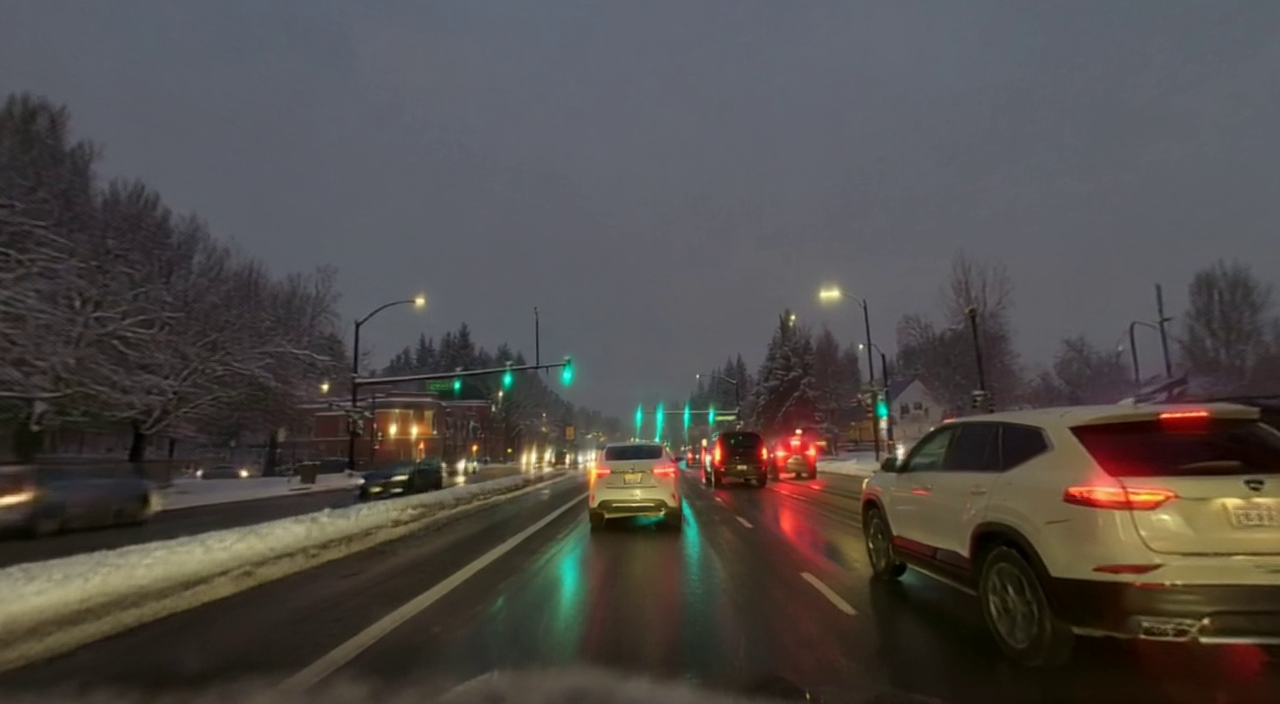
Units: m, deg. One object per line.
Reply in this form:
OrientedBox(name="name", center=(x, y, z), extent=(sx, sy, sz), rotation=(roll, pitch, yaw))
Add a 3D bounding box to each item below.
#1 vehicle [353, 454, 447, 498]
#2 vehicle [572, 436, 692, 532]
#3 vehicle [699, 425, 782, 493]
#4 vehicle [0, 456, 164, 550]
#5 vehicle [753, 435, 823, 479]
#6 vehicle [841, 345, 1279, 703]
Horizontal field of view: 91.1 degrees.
OrientedBox(name="vehicle", center=(-9.287, 4.804, 24.748), extent=(1.933, 1.469, 4.516), rotation=(0, -8, 0))
OrientedBox(name="vehicle", center=(-0.104, 2.635, 13.141), extent=(2.111, 1.676, 4.018), rotation=(0, -8, 1))
OrientedBox(name="vehicle", center=(3.977, 4.348, 25.994), extent=(2.516, 2.481, 5.766), rotation=(0, -8, 1))
OrientedBox(name="vehicle", center=(-12.631, 3.008, 12.972), extent=(1.944, 1.638, 4.496), rotation=(0, -8, 1))
OrientedBox(name="vehicle", center=(7.994, 5.735, 34.584), extent=(2.627, 2.252, 5.236), rotation=(0, -8, 1))
OrientedBox(name="vehicle", center=(3.431, 1.256, 5.410), extent=(1.982, 1.960, 4.427), rotation=(0, -8, 1))
